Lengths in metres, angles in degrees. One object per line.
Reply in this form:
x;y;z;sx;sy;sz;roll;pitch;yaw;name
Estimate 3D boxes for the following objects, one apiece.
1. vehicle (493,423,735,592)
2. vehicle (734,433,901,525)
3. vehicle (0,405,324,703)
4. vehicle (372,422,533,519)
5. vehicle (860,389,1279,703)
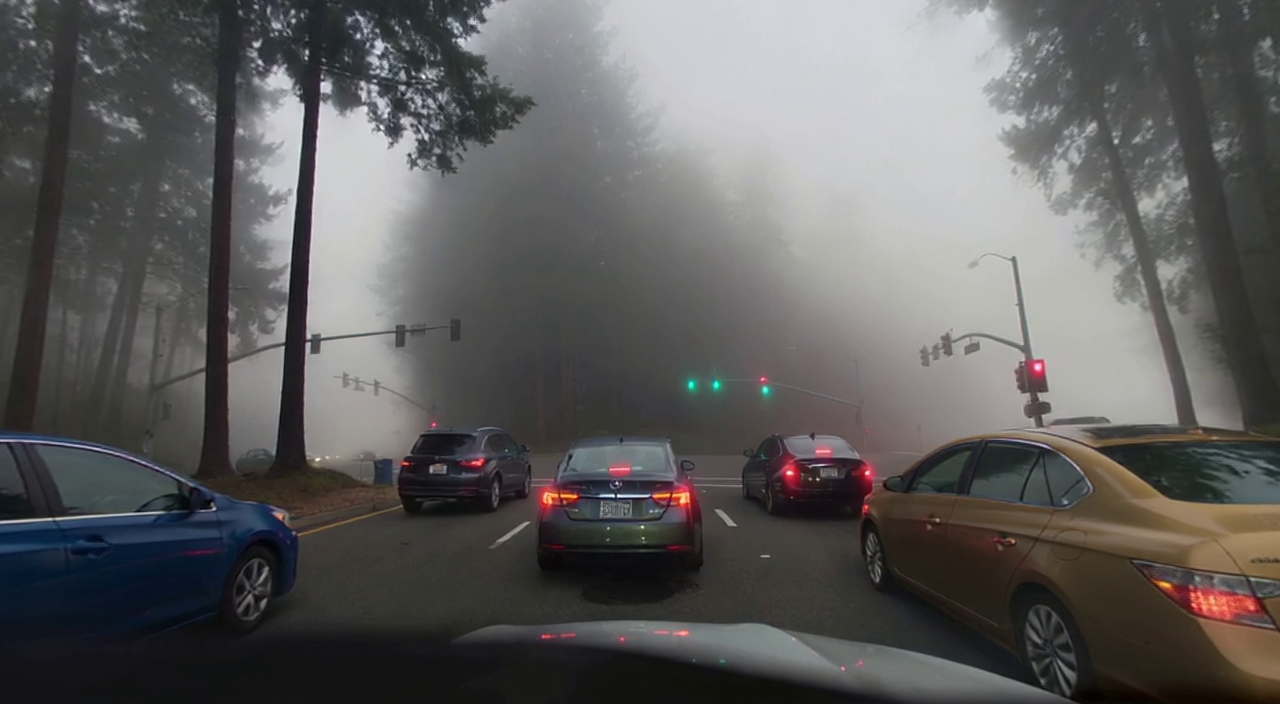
-0.259;1.668;7.575;2.147;1.479;3.803;0;-8;-1;vehicle
3.177;2.336;12.329;1.975;1.460;4.357;0;-8;0;vehicle
-3.652;1.042;3.107;1.935;1.482;4.433;0;-8;-1;vehicle
-3.708;2.430;13.413;1.961;1.714;4.268;-1;-8;2;vehicle
3.132;1.152;4.057;1.903;1.480;4.270;0;-8;0;vehicle
